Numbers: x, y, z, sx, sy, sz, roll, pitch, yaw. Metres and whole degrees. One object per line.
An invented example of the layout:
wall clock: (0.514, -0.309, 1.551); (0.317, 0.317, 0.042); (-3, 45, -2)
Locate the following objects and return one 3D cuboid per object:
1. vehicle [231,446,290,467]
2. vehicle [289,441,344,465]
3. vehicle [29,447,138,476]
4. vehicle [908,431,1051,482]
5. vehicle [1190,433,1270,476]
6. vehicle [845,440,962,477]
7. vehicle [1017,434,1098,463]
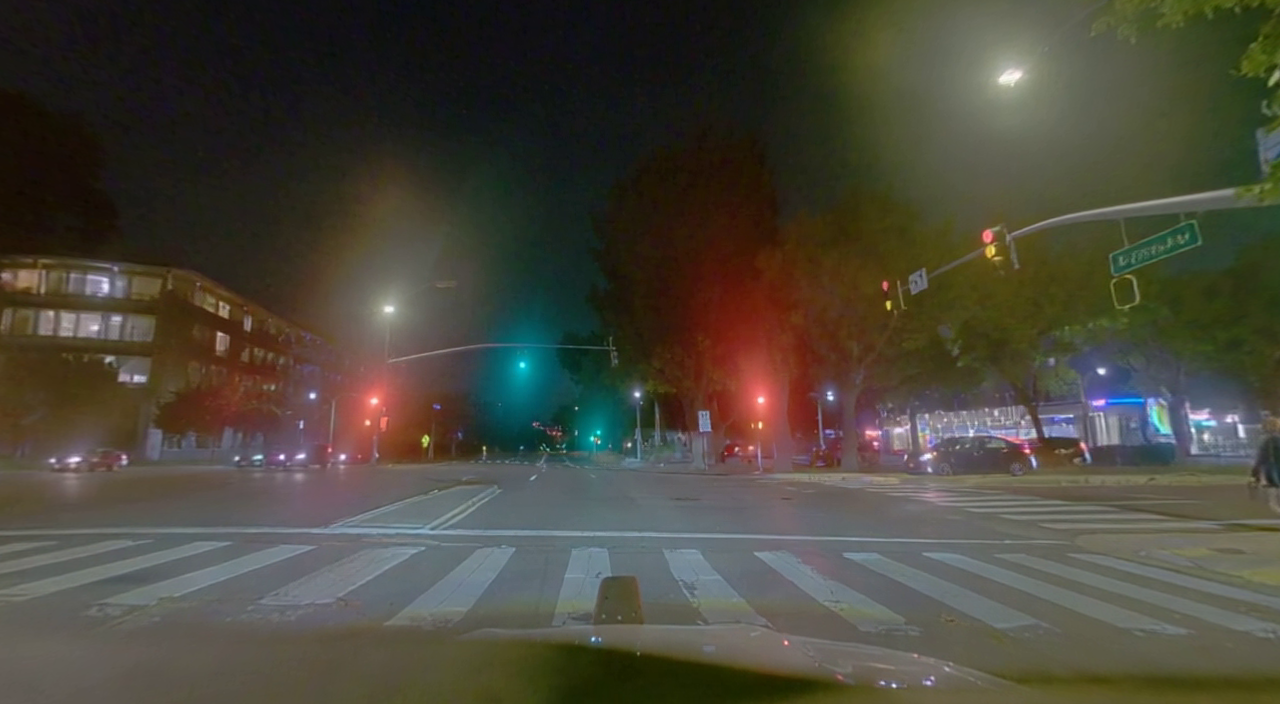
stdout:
vehicle: (-27.694, 7.619, 46.212); (1.817, 1.431, 4.239); (0, -8, -2)
vehicle: (-24.299, 7.579, 47.641); (1.903, 1.652, 4.442); (0, -8, -3)
vehicle: (-30.771, 6.045, 35.147); (1.811, 1.438, 4.812); (0, -8, -2)
vehicle: (12.899, 3.921, 24.046); (4.742, 1.762, 2.180); (3, -9, -22)
vehicle: (23.360, 4.039, 25.183); (2.007, 1.540, 4.312); (-7, -11, 40)
vehicle: (11.438, 4.621, 27.552); (4.317, 1.491, 1.896); (1, -9, -11)
vehicle: (27.881, 6.451, 42.393); (2.066, 1.821, 4.509); (1, -8, -6)
